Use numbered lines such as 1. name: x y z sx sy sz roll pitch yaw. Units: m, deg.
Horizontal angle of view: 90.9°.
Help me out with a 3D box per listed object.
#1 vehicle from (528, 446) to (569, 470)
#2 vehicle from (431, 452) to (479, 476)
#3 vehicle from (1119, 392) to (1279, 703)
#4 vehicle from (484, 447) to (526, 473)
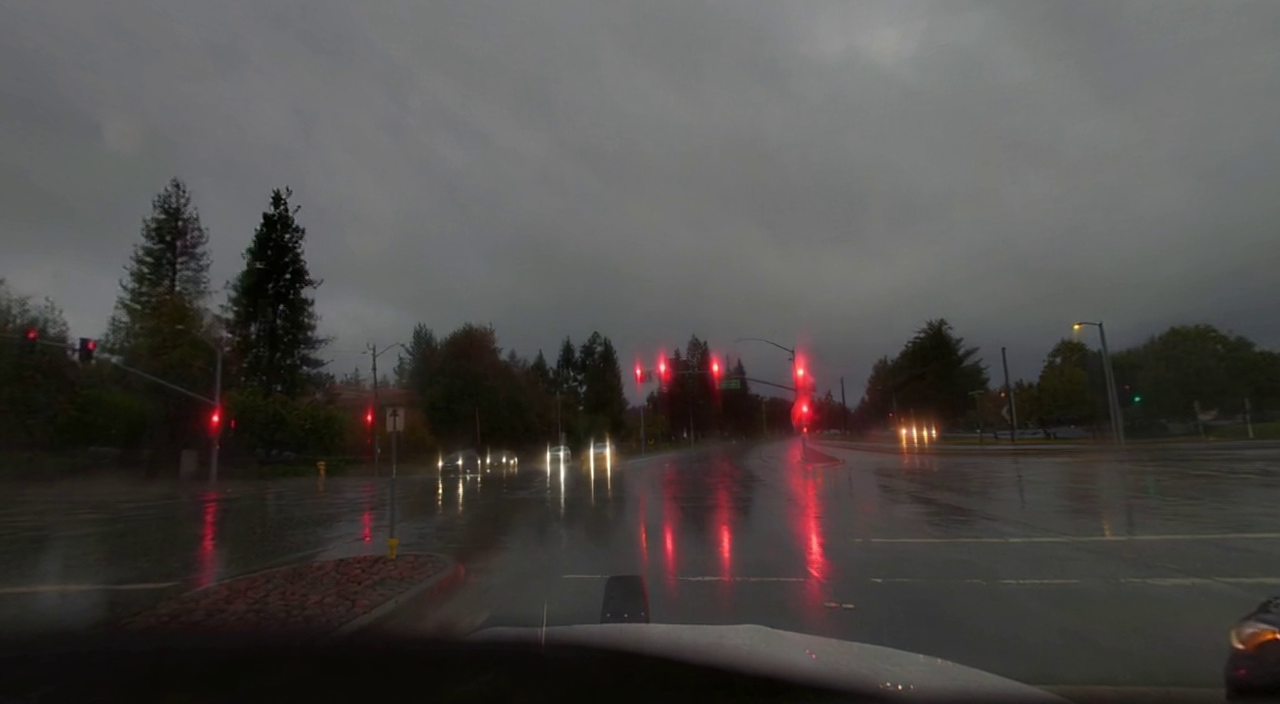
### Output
1. vehicle: -6.562 7.609 45.507 2.126 1.657 4.307 -1 -9 2
2. vehicle: -13.403 8.113 45.984 2.101 1.637 4.304 0 -9 1
3. vehicle: 3.060 0.619 0.418 1.978 1.468 4.544 0 -9 1
4. vehicle: -9.781 7.833 45.933 2.064 1.725 4.243 0 -9 1
